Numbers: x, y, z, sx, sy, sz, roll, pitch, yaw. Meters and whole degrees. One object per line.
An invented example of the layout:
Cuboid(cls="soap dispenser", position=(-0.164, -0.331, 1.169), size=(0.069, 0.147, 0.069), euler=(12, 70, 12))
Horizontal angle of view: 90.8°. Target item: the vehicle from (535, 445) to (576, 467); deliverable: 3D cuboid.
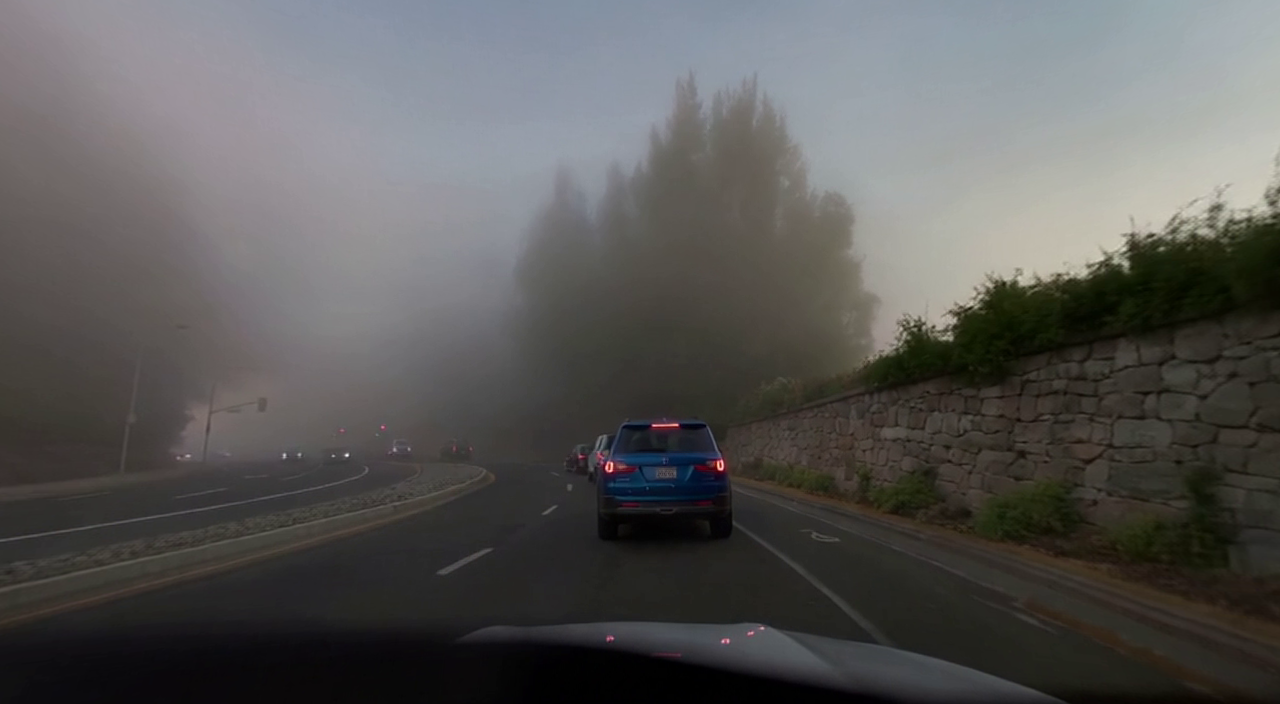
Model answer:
Cuboid(cls="vehicle", position=(-6.295, 7.618, 46.489), size=(1.932, 1.488, 4.578), euler=(3, -9, -21))

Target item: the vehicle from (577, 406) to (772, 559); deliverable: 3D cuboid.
Cuboid(cls="vehicle", position=(0.267, 1.842, 9.626), size=(2.287, 1.762, 4.269), euler=(1, -8, -4))

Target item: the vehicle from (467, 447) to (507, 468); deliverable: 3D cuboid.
Cuboid(cls="vehicle", position=(-11.284, 7.705, 46.325), size=(2.023, 1.474, 4.286), euler=(4, -9, -24))
